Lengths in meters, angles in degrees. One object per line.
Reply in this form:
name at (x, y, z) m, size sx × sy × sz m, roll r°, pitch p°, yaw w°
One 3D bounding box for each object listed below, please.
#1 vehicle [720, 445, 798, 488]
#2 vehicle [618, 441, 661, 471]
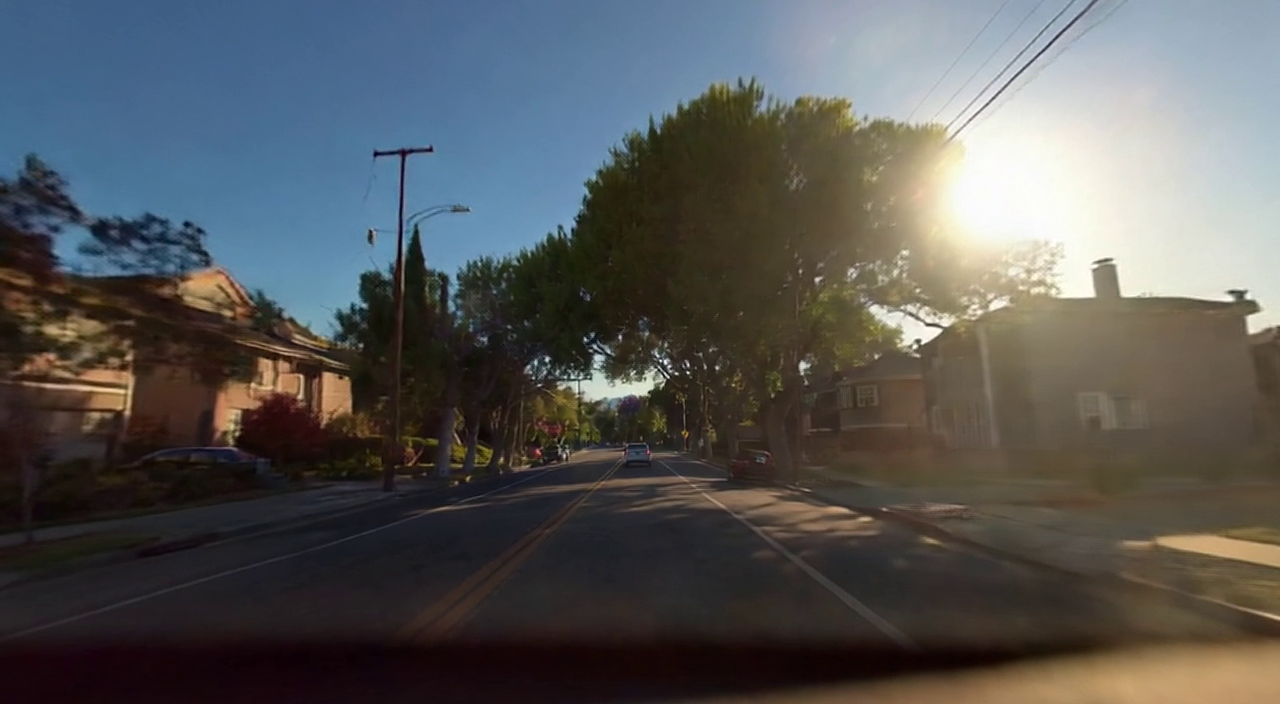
vehicle at (4.499, 4.397, 24.669) m, size 1.977 × 1.481 × 5.155 m, roll 0°, pitch -8°, yaw -1°
vehicle at (-0.056, 5.397, 32.895) m, size 2.104 × 1.500 × 3.815 m, roll 0°, pitch -8°, yaw 0°
